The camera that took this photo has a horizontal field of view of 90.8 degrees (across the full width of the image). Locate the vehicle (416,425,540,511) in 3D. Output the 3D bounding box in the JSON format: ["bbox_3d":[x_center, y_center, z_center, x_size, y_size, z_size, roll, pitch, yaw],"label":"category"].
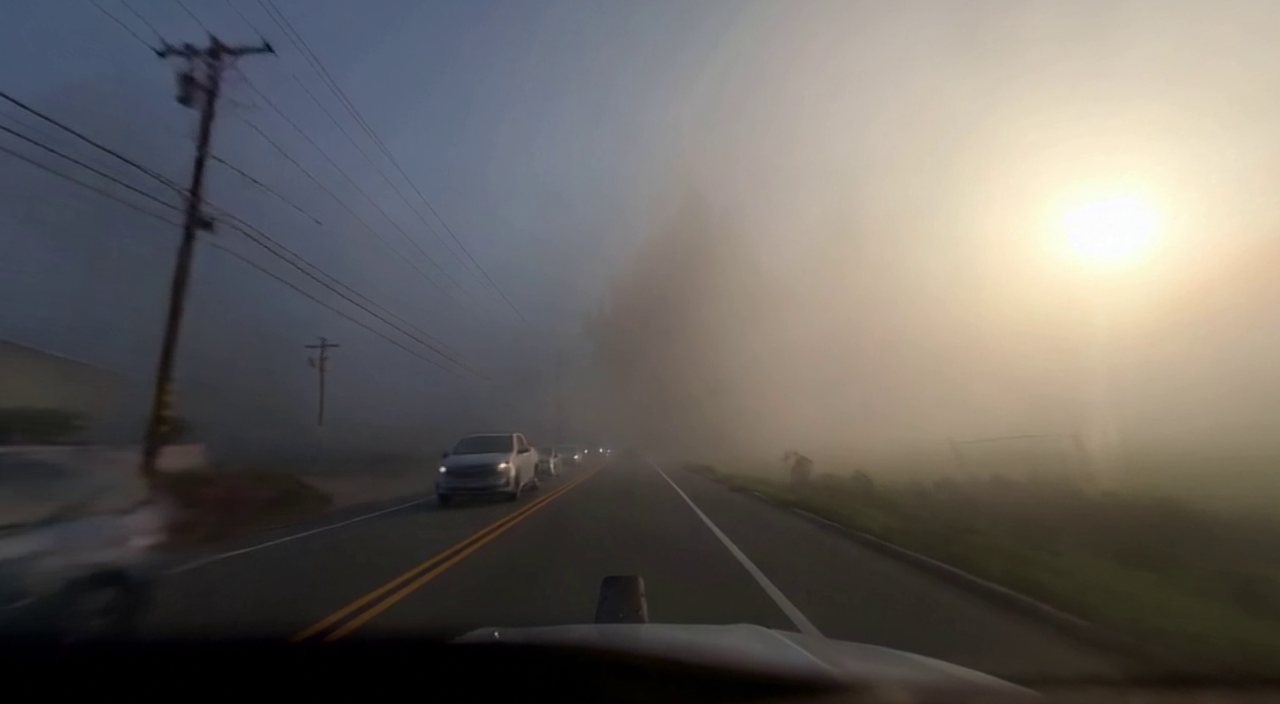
[{"bbox_3d":[-4.219,3.066,17.278,2.261,1.901,4.549,-3,-8,-1],"label":"vehicle"}]

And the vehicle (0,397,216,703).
[{"bbox_3d":[-4.254,1.048,2.589,2.070,1.665,4.554,-3,-8,-3],"label":"vehicle"}]
